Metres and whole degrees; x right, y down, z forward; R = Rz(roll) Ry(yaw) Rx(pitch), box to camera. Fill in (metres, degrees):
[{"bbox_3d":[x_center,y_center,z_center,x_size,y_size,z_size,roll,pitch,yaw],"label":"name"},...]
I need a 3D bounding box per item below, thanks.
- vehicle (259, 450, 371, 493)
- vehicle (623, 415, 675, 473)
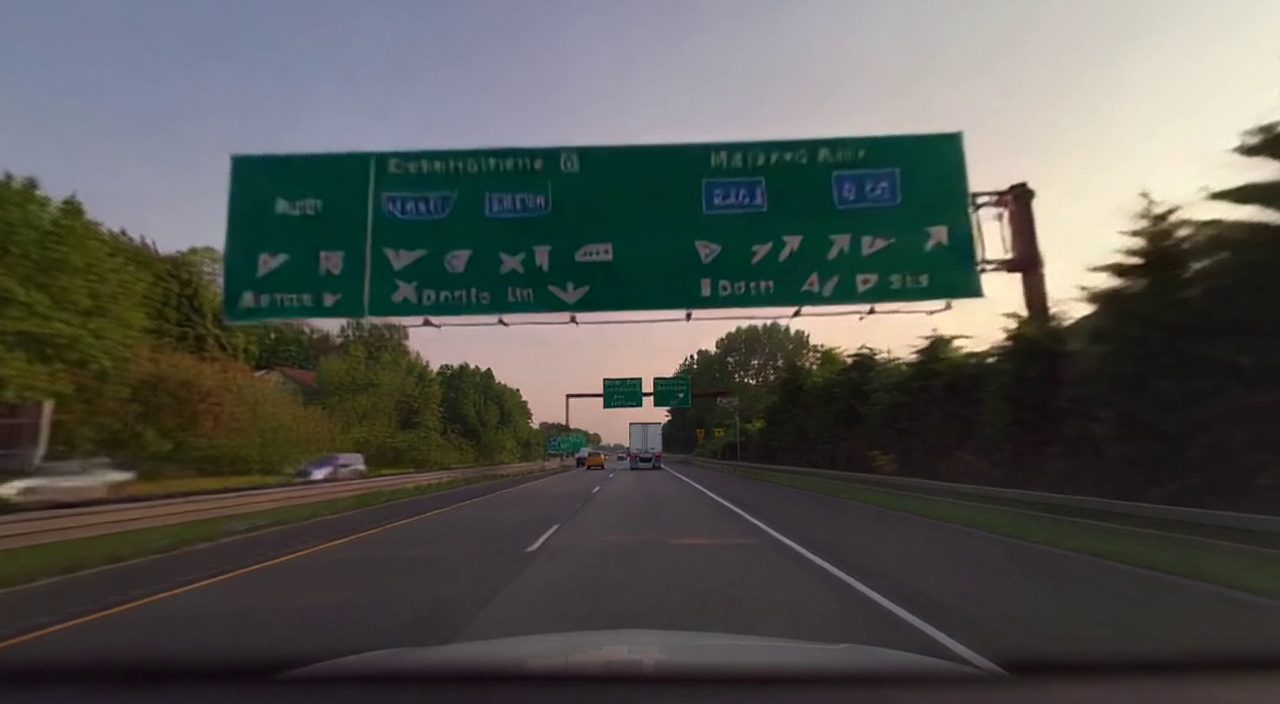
[{"bbox_3d":[-12.340,4.536,24.324,1.979,1.498,4.431,0,-9,-1],"label":"vehicle"},{"bbox_3d":[0.340,7.360,49.982,3.341,3.725,18.015,0,-9,-1],"label":"vehicle"}]
